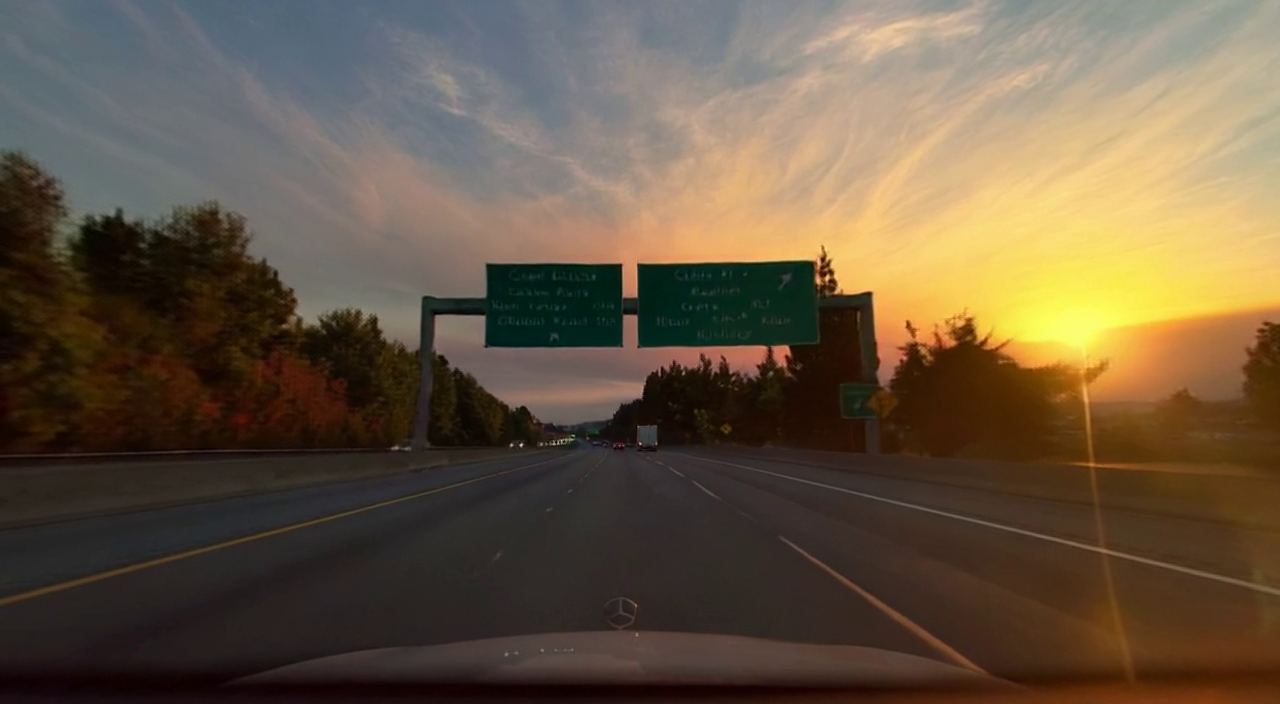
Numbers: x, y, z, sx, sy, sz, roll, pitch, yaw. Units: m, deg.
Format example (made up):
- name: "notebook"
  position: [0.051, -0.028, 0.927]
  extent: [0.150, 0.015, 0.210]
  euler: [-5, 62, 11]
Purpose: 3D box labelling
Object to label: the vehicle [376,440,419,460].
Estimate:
- name: "vehicle"
  position: [-18.453, 7.463, 48.050]
  extent: [1.805, 1.461, 3.954]
  euler: [0, -8, -1]
